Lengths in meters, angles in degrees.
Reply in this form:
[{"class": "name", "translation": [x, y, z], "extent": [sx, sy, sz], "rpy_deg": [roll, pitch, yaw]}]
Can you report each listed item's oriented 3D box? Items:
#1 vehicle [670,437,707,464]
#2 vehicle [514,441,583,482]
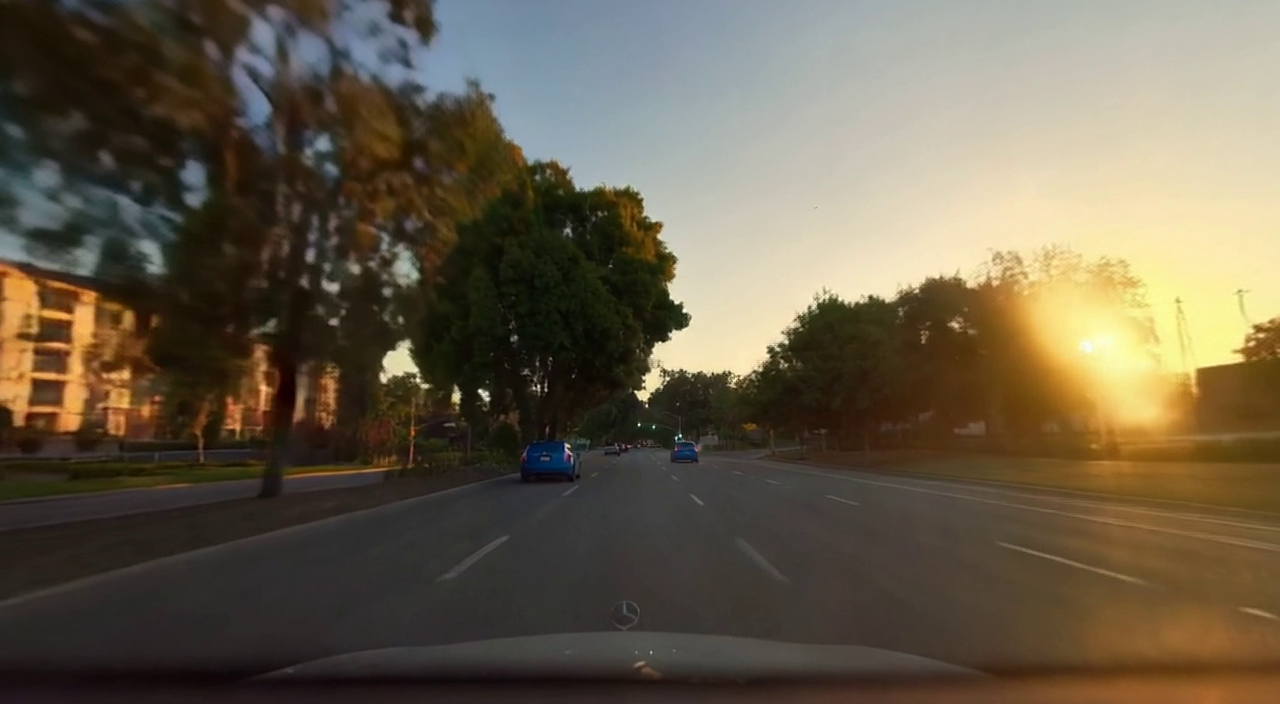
[{"class": "vehicle", "translation": [3.222, 6.646, 42.562], "extent": [2.072, 1.696, 4.177], "rpy_deg": [0, -8, -1]}, {"class": "vehicle", "translation": [-3.579, 4.365, 25.514], "extent": [2.112, 1.471, 4.212], "rpy_deg": [0, -8, 1]}]
